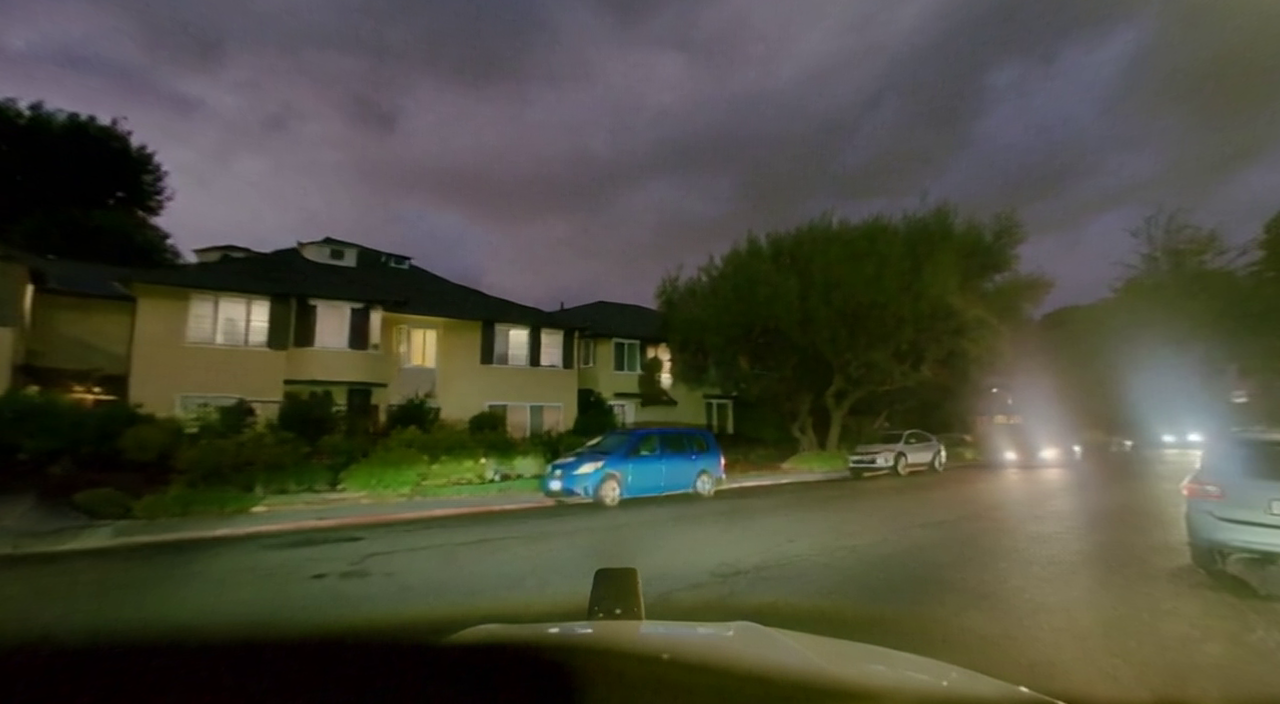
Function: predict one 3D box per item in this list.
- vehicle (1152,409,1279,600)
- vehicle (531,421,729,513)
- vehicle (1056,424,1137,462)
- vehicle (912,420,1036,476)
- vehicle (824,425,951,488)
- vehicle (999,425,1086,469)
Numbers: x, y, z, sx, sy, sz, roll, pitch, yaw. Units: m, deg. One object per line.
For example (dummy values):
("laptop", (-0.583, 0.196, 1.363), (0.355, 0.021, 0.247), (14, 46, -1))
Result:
("vehicle", (6.861, 1.371, 6.249), (4.226, 1.507, 2.008), (7, -10, -42))
("vehicle", (-0.117, 2.138, 12.288), (3.513, 1.507, 1.798), (6, -9, -40))
("vehicle", (20.947, 4.100, 28.886), (3.628, 1.532, 1.834), (3, -7, -35))
("vehicle", (11.549, 3.285, 21.713), (4.428, 1.670, 1.872), (4, -12, -37))
("vehicle", (7.210, 2.922, 18.211), (3.785, 1.488, 1.828), (4, -7, -42))
("vehicle", (16.086, 3.763, 25.125), (3.465, 1.549, 1.734), (5, -13, -39))
